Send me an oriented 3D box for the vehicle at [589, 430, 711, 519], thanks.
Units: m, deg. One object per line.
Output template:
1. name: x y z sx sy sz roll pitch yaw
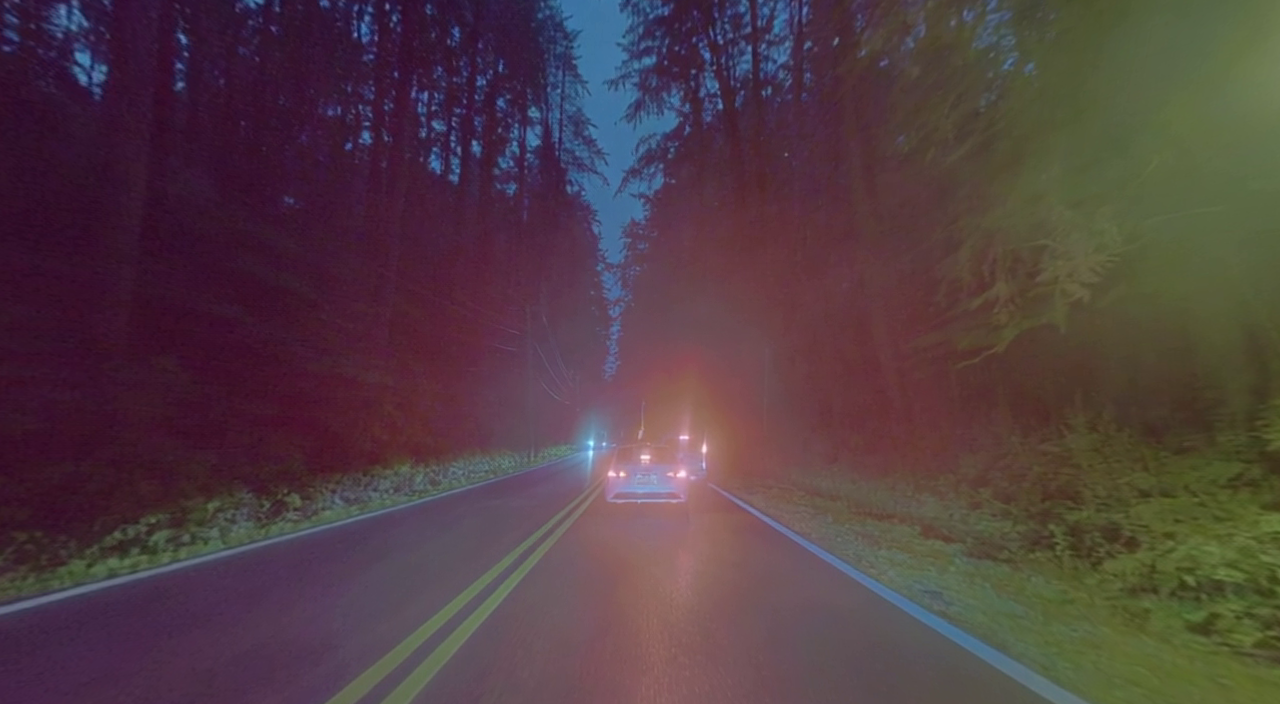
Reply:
1. vehicle: 0.159 2.381 12.687 2.081 1.503 3.726 0 -8 0
